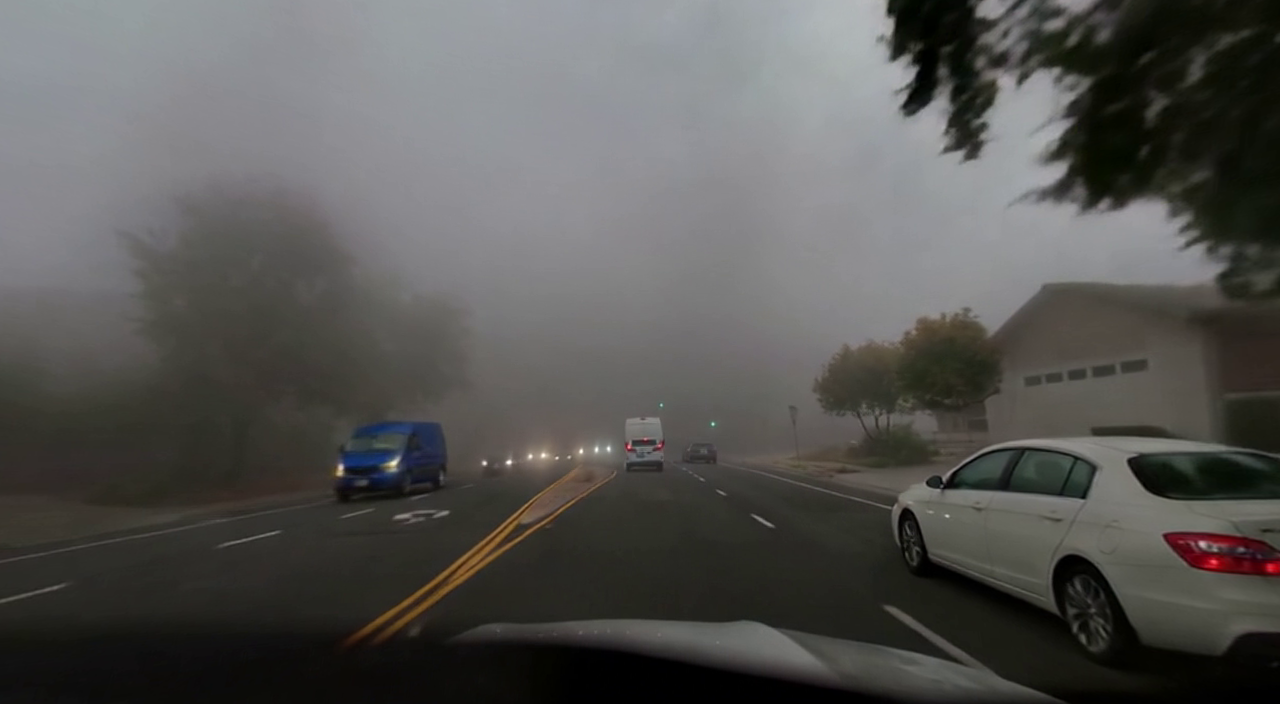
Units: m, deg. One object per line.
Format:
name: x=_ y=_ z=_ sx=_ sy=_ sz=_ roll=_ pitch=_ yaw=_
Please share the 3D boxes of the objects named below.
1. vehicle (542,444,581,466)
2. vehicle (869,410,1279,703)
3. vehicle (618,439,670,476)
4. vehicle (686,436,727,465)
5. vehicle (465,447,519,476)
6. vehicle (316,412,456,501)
vehicle: x=-5.658 y=7.431 z=45.980 sx=2.193 sy=1.502 sz=4.913 roll=0 pitch=-8 yaw=0
vehicle: x=3.558 y=1.280 z=4.783 sx=1.973 sy=1.447 sz=4.402 roll=0 pitch=-8 yaw=0
vehicle: x=0.167 y=4.602 z=27.899 sx=2.114 sy=1.483 sz=4.207 roll=0 pitch=-8 yaw=0
vehicle: x=4.374 y=6.588 z=42.491 sx=2.187 sy=1.847 sz=4.553 roll=0 pitch=-8 yaw=-1
vehicle: x=-7.986 y=5.906 z=34.448 sx=2.070 sy=1.454 sz=4.400 roll=0 pitch=-8 yaw=-2
vehicle: x=-8.217 y=3.443 z=21.250 sx=2.383 sy=2.558 sz=5.821 roll=0 pitch=-8 yaw=-2
